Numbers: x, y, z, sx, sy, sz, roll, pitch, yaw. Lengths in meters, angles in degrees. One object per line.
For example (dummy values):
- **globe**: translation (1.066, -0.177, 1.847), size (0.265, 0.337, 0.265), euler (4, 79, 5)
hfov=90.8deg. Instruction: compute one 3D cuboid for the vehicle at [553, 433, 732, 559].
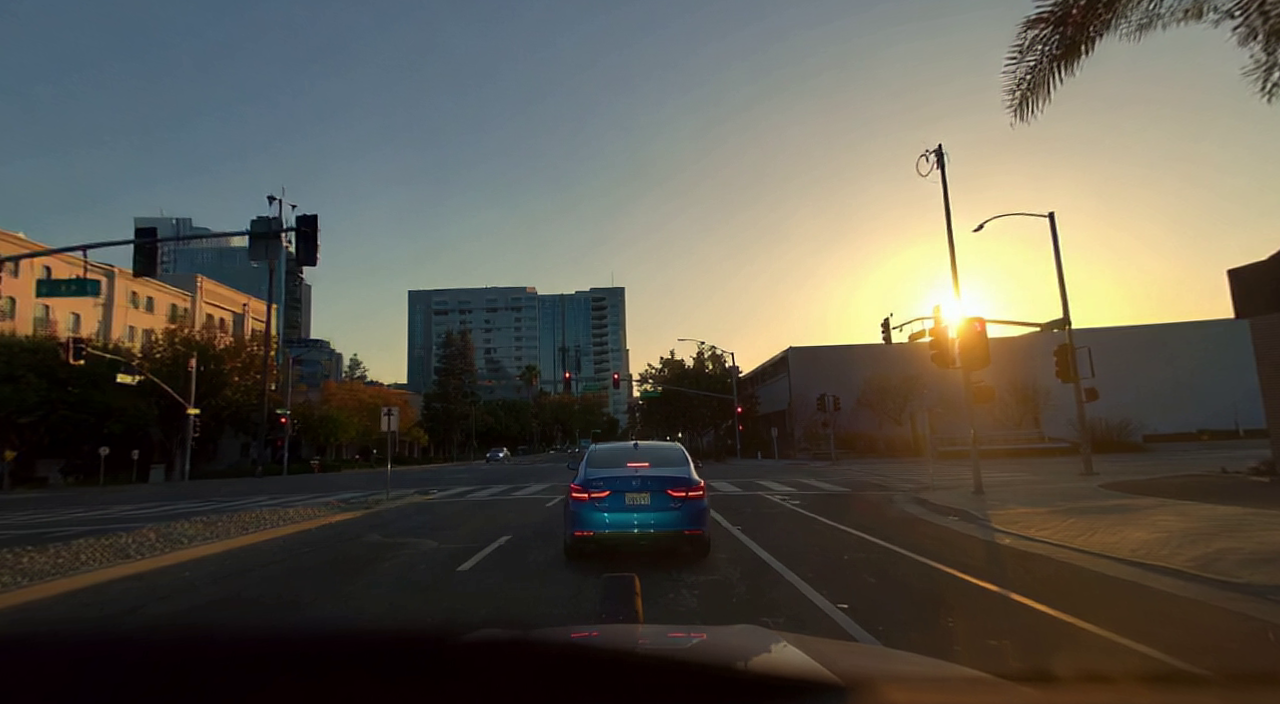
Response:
- **vehicle**: translation (-0.005, 1.998, 9.500), size (2.107, 1.470, 3.974), euler (0, -9, -1)
